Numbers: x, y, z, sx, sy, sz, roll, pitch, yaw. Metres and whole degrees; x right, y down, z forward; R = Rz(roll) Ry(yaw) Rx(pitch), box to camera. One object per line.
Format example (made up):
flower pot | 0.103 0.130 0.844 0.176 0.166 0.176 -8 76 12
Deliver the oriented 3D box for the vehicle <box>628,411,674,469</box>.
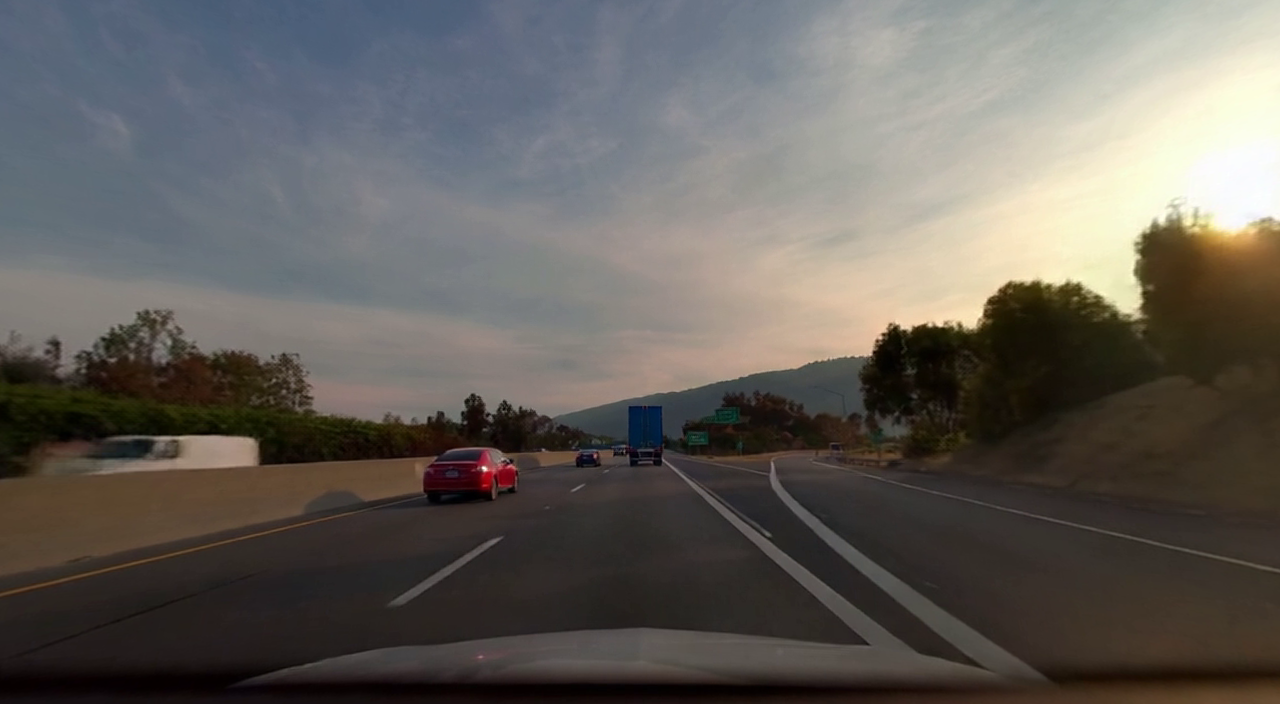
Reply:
vehicle | 0.724 6.253 44.361 2.893 3.628 9.081 0 -9 1

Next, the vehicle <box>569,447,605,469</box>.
vehicle | -3.566 7.220 43.179 1.981 1.435 4.199 0 -9 2

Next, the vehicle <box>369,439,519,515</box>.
vehicle | -4.279 2.799 14.615 2.010 1.461 4.391 0 -9 1
